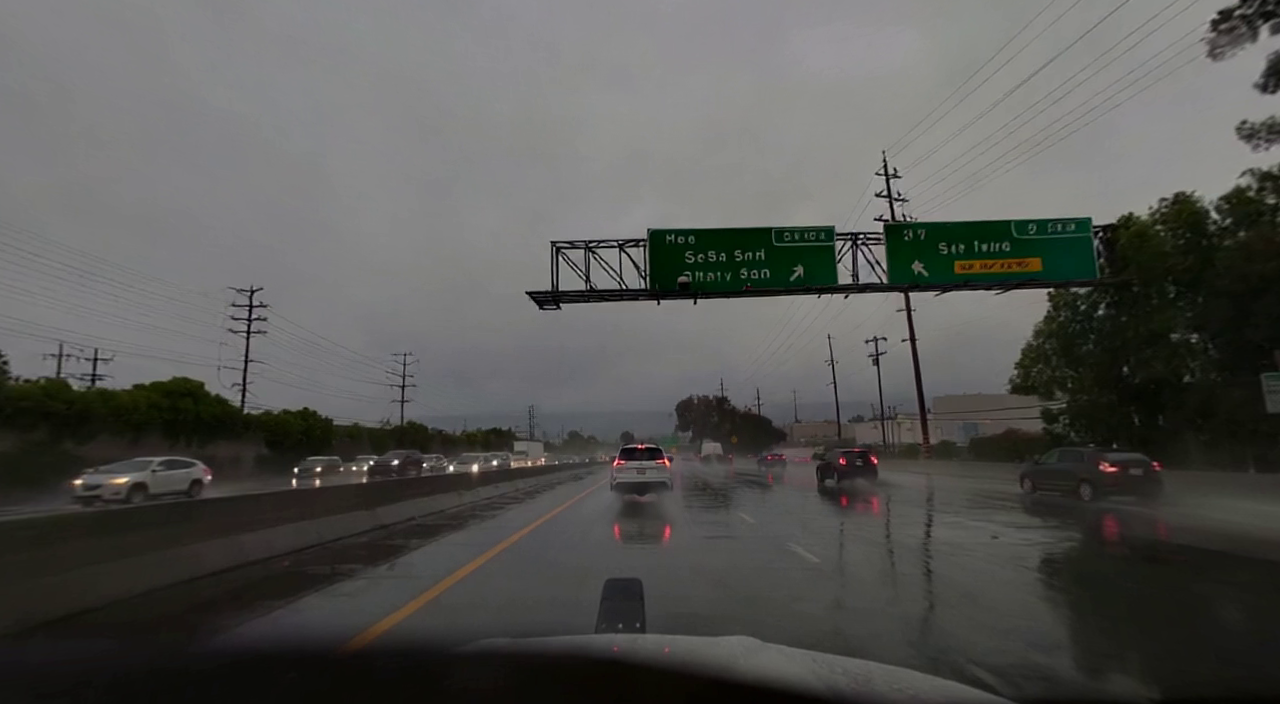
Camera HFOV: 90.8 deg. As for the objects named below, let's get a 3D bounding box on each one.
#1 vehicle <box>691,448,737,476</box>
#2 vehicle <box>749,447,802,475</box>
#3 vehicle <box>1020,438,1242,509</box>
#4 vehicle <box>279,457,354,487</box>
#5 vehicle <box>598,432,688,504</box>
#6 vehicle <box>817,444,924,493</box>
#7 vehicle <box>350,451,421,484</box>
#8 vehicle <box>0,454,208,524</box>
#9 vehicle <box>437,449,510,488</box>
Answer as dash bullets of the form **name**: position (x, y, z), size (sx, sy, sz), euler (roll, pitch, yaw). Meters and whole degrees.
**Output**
- **vehicle**: position (4.233, 6.331, 36.676), size (2.115, 1.481, 3.968), euler (0, -9, -1)
- **vehicle**: position (7.549, 6.127, 35.651), size (1.934, 1.461, 4.368), euler (0, -9, -1)
- **vehicle**: position (11.802, 2.918, 15.708), size (1.901, 1.485, 4.483), euler (0, -9, 0)
- **vehicle**: position (-17.526, 6.488, 34.447), size (1.752, 1.449, 4.321), euler (0, -9, 1)
- **vehicle**: position (0.073, 3.292, 18.368), size (2.298, 1.809, 4.359), euler (0, -9, 0)
- **vehicle**: position (7.564, 3.843, 21.216), size (1.958, 1.473, 4.201), euler (0, -9, 0)
- **vehicle**: position (-14.518, 6.582, 36.357), size (2.032, 1.721, 4.683), euler (0, -9, 1)
- **vehicle**: position (-13.864, 3.410, 16.363), size (1.938, 1.468, 4.656), euler (0, -9, 2)
- **vehicle**: position (-7.442, 5.243, 28.764), size (2.004, 1.596, 4.520), euler (0, -9, 2)
